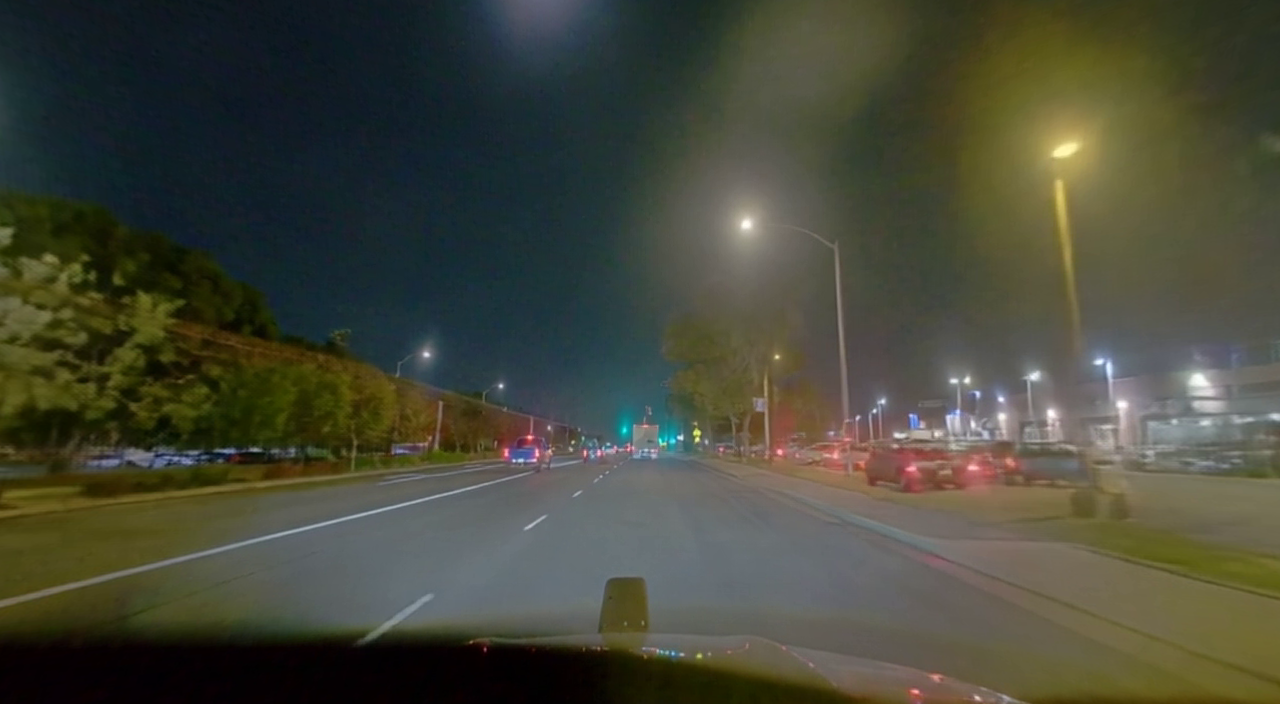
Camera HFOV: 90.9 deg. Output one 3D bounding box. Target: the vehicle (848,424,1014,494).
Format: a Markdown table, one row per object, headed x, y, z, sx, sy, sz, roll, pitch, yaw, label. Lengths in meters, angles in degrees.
| x | y | z | sx | sy | sz | roll | pitch | yaw | label |
| --- | --- | --- | --- | --- | --- | --- | --- | --- | --- |
| 8.165 | 3.055 | 18.317 | 2.057 | 1.750 | 4.679 | 1 | -9 | -8 | vehicle |

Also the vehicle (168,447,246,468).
| x | y | z | sx | sy | sz | roll | pitch | yaw | label |
| --- | --- | --- | --- | --- | --- | --- | --- | --- | --- |
| -33.554 | 8.180 | 48.954 | 4.462 | 1.613 | 2.046 | 0 | -8 | -2 | vehicle |

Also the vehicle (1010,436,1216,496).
| x | y | z | sx | sy | sz | roll | pitch | yaw | label |
| --- | --- | --- | --- | --- | --- | --- | --- | --- | --- |
| 13.371 | 3.217 | 18.255 | 1.944 | 1.476 | 4.483 | 2 | -9 | -13 | vehicle |

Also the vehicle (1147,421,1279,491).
| x | y | z | sx | sy | sz | roll | pitch | yaw | label |
| --- | --- | --- | --- | --- | --- | --- | --- | --- | --- |
| 18.457 | 2.963 | 18.064 | 2.211 | 1.880 | 5.847 | 2 | -9 | -12 | vehicle |

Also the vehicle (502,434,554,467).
| x | y | z | sx | sy | sz | roll | pitch | yaw | label |
| --- | --- | --- | --- | --- | --- | --- | --- | --- | --- |
| -6.801 | 6.059 | 38.952 | 2.149 | 1.893 | 5.187 | 0 | -8 | 1 | vehicle |
